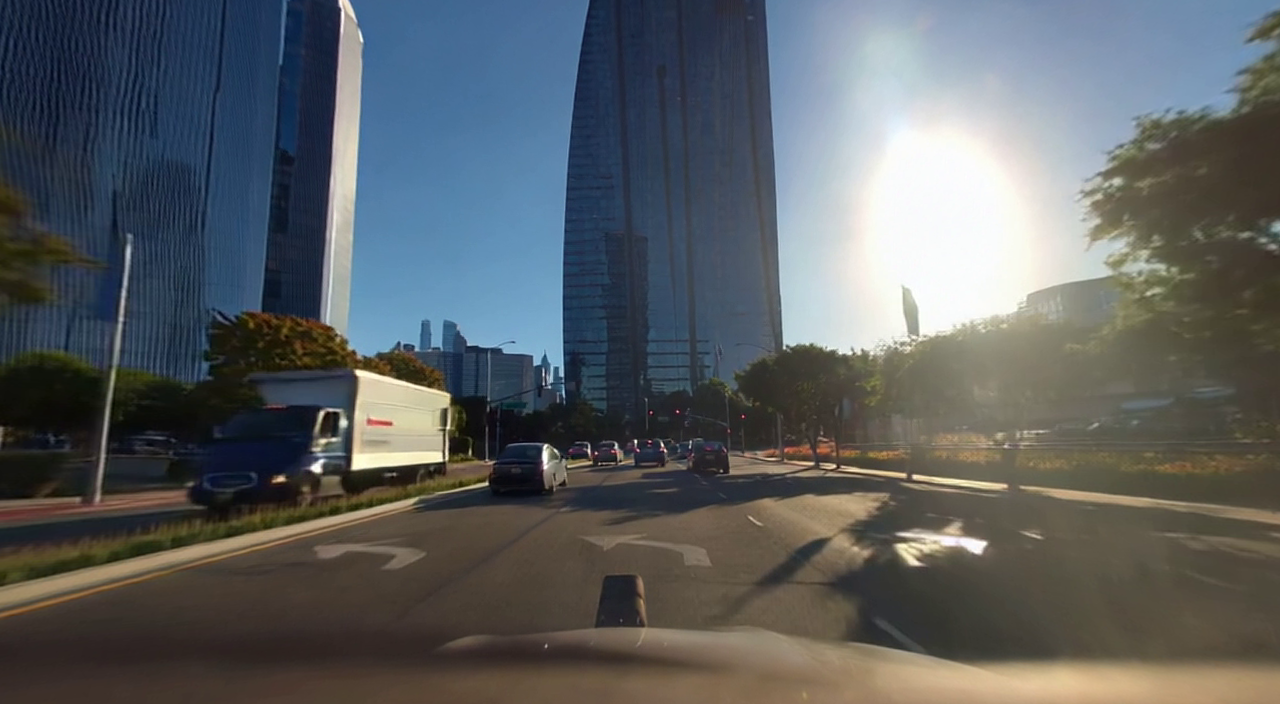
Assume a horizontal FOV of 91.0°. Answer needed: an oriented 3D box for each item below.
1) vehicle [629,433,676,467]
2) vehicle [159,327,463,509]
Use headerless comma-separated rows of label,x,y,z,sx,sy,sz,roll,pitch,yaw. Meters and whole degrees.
vehicle,0.704,5.813,37.530,2.601,1.878,4.535,0,-9,0
vehicle,-8.668,2.245,19.271,3.065,3.928,11.252,0,-9,1
